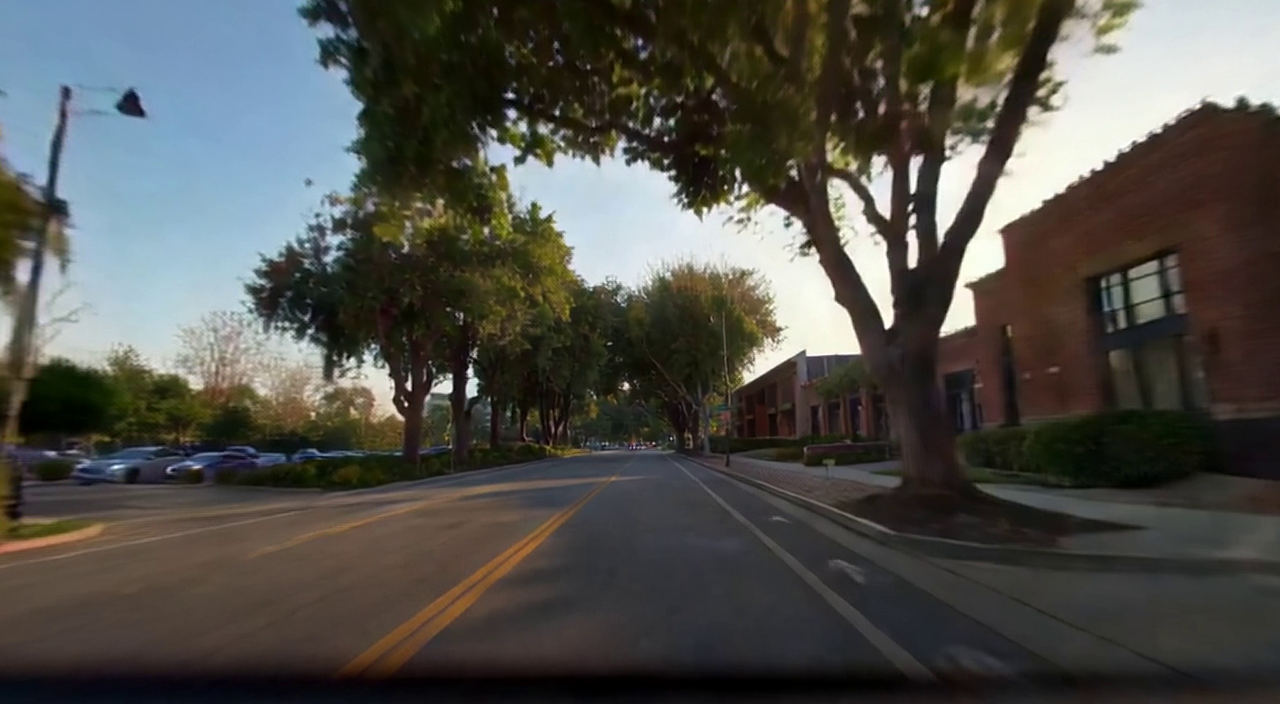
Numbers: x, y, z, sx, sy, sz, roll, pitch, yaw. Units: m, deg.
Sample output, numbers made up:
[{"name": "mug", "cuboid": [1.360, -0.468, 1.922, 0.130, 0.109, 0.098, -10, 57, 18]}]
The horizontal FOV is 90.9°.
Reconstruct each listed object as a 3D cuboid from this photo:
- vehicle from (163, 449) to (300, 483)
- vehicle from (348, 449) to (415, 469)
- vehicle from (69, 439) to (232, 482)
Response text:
[{"name": "vehicle", "cuboid": [-19.342, 5.385, 29.990, 5.091, 1.530, 1.982, 0, -8, -1]}, {"name": "vehicle", "cuboid": [-18.930, 7.855, 46.271, 4.005, 1.433, 1.953, 0, -8, 0]}, {"name": "vehicle", "cuboid": [-19.143, 4.250, 24.802, 4.699, 1.558, 2.113, 0, -9, 4]}]
